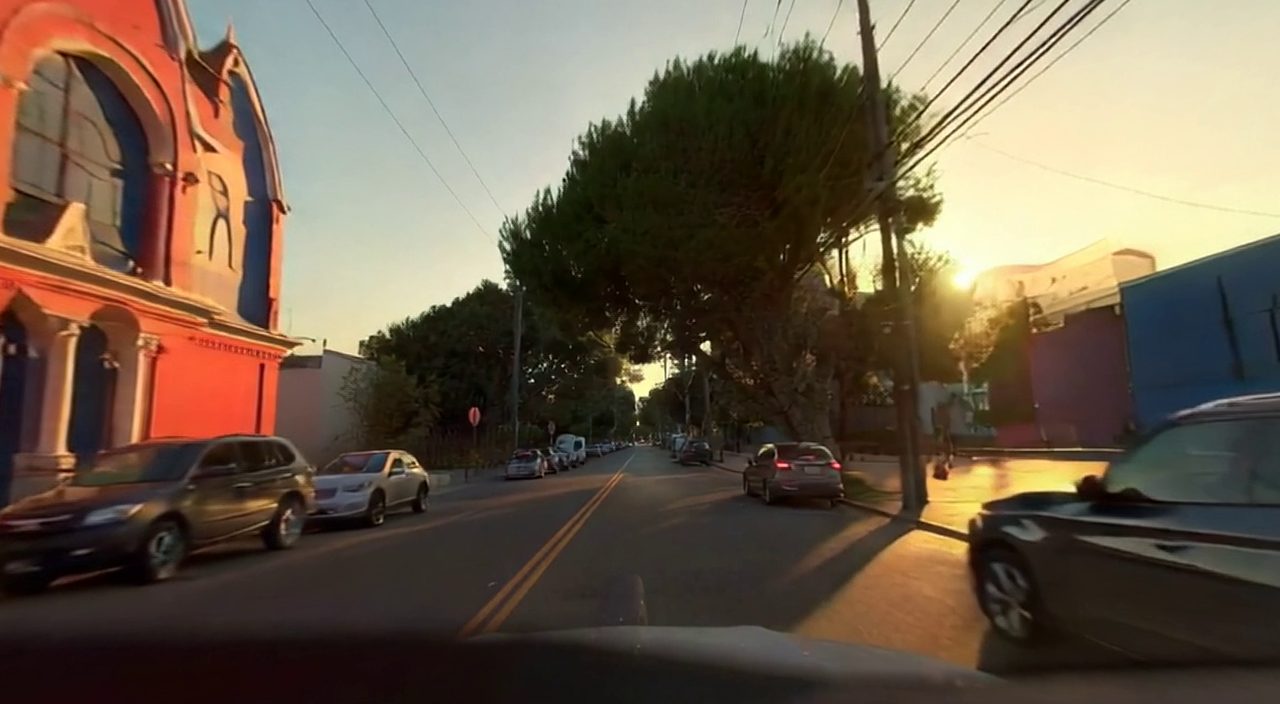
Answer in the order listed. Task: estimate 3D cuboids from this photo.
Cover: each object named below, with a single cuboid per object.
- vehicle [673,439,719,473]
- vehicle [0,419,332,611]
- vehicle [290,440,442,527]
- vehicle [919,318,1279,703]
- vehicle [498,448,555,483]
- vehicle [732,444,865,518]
[{"bbox_3d":[3.352,6.364,38.788,2.313,1.937,5.092,0,-9,0],"label":"vehicle"},{"bbox_3d":[-6.202,1.959,8.518,1.983,1.809,4.503,-2,-9,-2],"label":"vehicle"},{"bbox_3d":[-6.289,3.033,15.059,1.906,1.623,4.057,-4,-9,-2],"label":"vehicle"},{"bbox_3d":[3.455,0.879,2.885,2.182,1.824,4.622,0,-9,-1],"label":"vehicle"},{"bbox_3d":[-5.826,5.885,32.932,1.910,1.488,3.999,-1,-6,6],"label":"vehicle"},{"bbox_3d":[3.571,2.993,15.289,1.942,1.476,4.739,0,-9,-1],"label":"vehicle"}]
